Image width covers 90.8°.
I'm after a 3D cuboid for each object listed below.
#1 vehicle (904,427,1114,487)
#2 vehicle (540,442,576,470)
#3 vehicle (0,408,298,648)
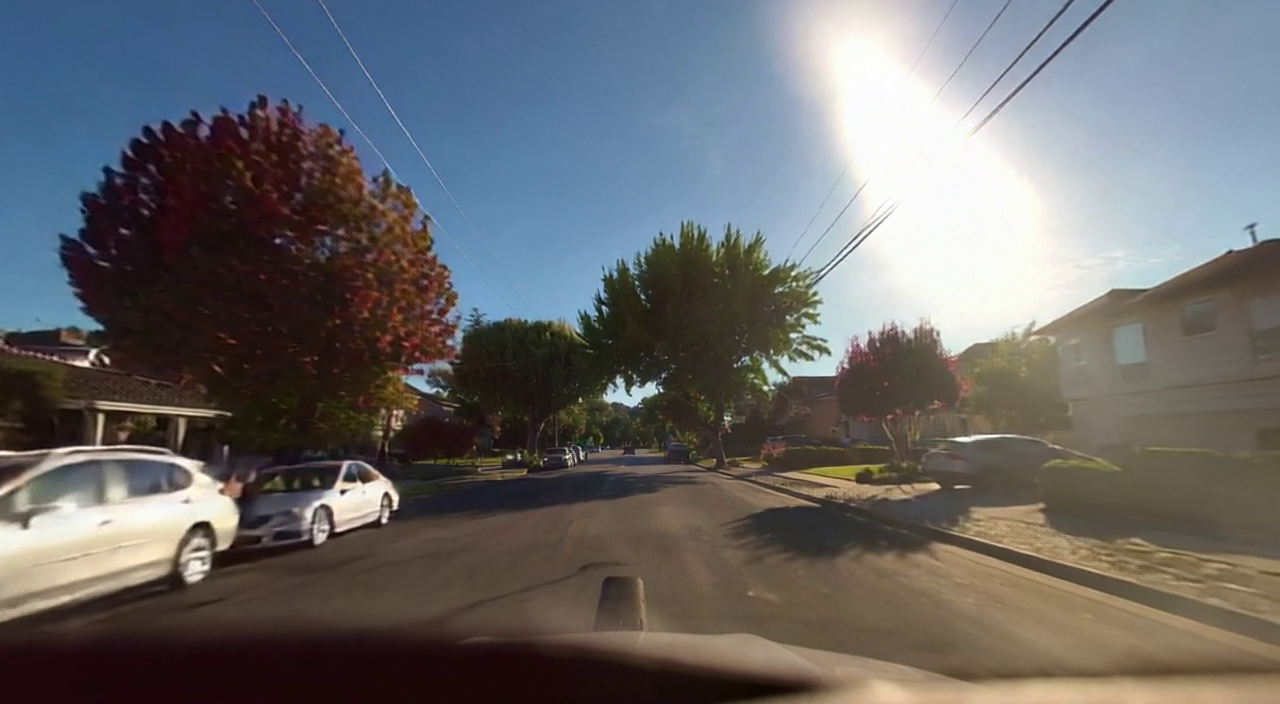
[{"bbox_3d":[10.228,2.956,17.802,4.629,1.504,1.945,-1,-9,-1],"label":"vehicle"},{"bbox_3d":[-6.341,8.032,49.169,2.050,1.911,4.852,-3,-7,0],"label":"vehicle"},{"bbox_3d":[-5.829,1.591,6.253,2.015,1.766,5.450,-3,-8,-2],"label":"vehicle"}]
